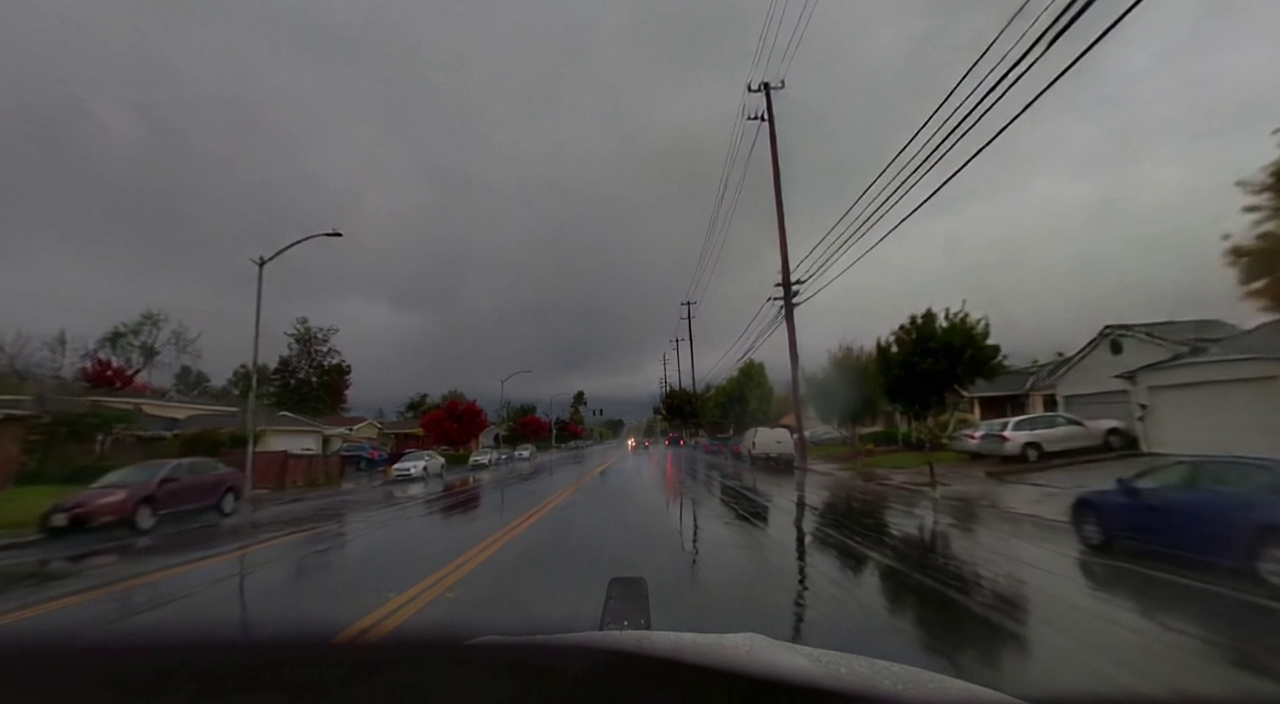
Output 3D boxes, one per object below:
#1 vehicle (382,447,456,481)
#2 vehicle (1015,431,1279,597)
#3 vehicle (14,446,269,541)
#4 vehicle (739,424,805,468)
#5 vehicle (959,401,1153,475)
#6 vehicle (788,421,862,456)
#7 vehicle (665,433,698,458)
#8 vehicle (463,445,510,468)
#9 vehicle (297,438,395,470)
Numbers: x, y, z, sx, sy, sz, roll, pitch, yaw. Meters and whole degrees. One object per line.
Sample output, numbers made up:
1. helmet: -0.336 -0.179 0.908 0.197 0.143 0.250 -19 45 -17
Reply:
1. vehicle: -10.610 5.395 30.635 1.896 1.495 4.425 0 -8 1
2. vehicle: 6.581 1.608 6.877 2.070 1.428 4.636 0 -8 -1
3. vehicle: -10.552 2.952 13.948 1.965 1.675 4.577 0 -8 -2
4. vehicle: 6.720 4.885 32.772 2.274 2.090 5.465 0 -8 0
5. vehicle: 12.830 2.668 19.683 4.496 1.773 1.972 -5 -8 -1
6. vehicle: 12.898 6.080 44.126 4.305 1.844 2.135 -7 -9 1
7. vehicle: 3.043 6.945 47.003 2.070 1.765 4.731 0 -8 -1
8. vehicle: -10.345 7.046 42.740 2.098 1.503 4.113 0 -8 0
9. vehicle: -17.551 6.091 37.813 4.745 1.810 2.197 0 -8 2
